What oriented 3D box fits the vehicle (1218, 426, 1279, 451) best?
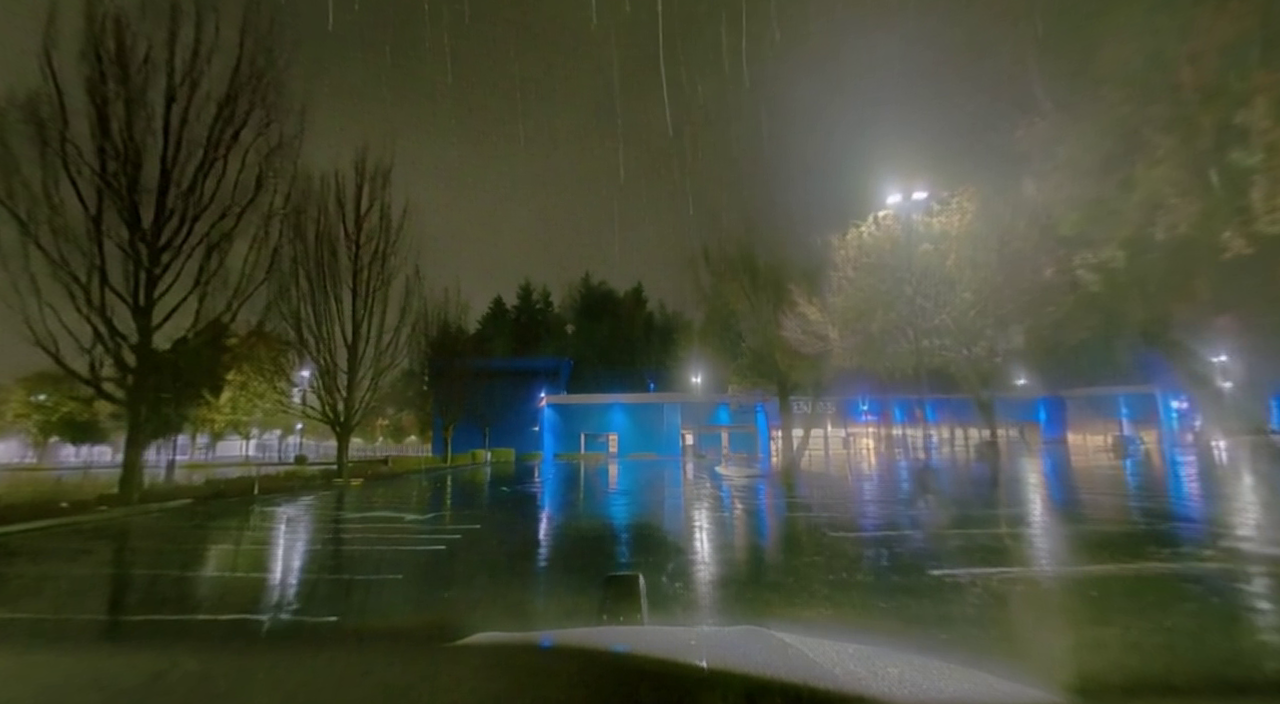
[{"bbox_3d":[47.591,6.513,47.594,5.754,1.838,2.161,0,-8,1],"label":"vehicle"}]
